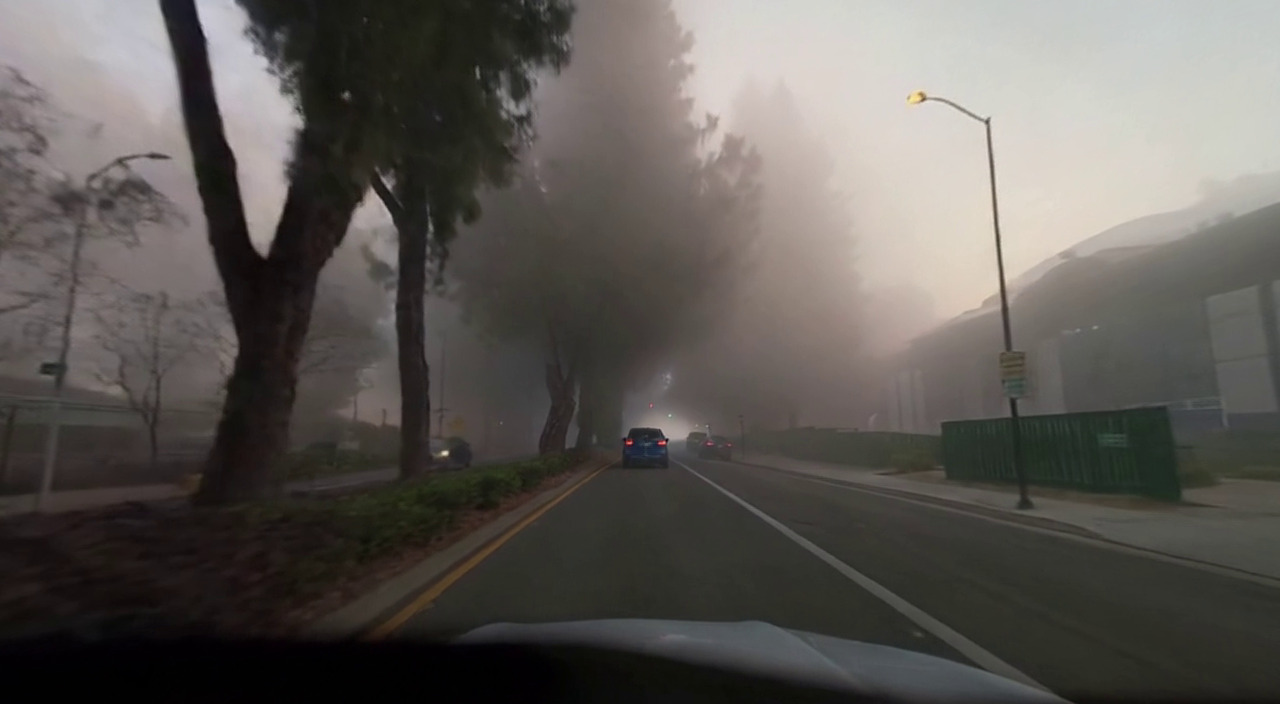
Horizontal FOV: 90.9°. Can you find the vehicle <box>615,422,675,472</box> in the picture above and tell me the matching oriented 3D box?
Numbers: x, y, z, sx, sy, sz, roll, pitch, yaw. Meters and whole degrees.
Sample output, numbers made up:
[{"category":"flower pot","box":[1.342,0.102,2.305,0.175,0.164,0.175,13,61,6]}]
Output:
[{"category":"vehicle","box":[0.228,4.043,26.938,2.386,1.947,4.168,-1,-8,1]}]

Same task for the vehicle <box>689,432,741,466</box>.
[{"category":"vehicle","box":[3.975,5.250,34.167,2.138,1.699,4.852,0,-8,-1]}]

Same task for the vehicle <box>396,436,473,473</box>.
[{"category":"vehicle","box":[-8.997,4.528,28.101,2.028,1.502,4.646,0,-8,-2]}]
